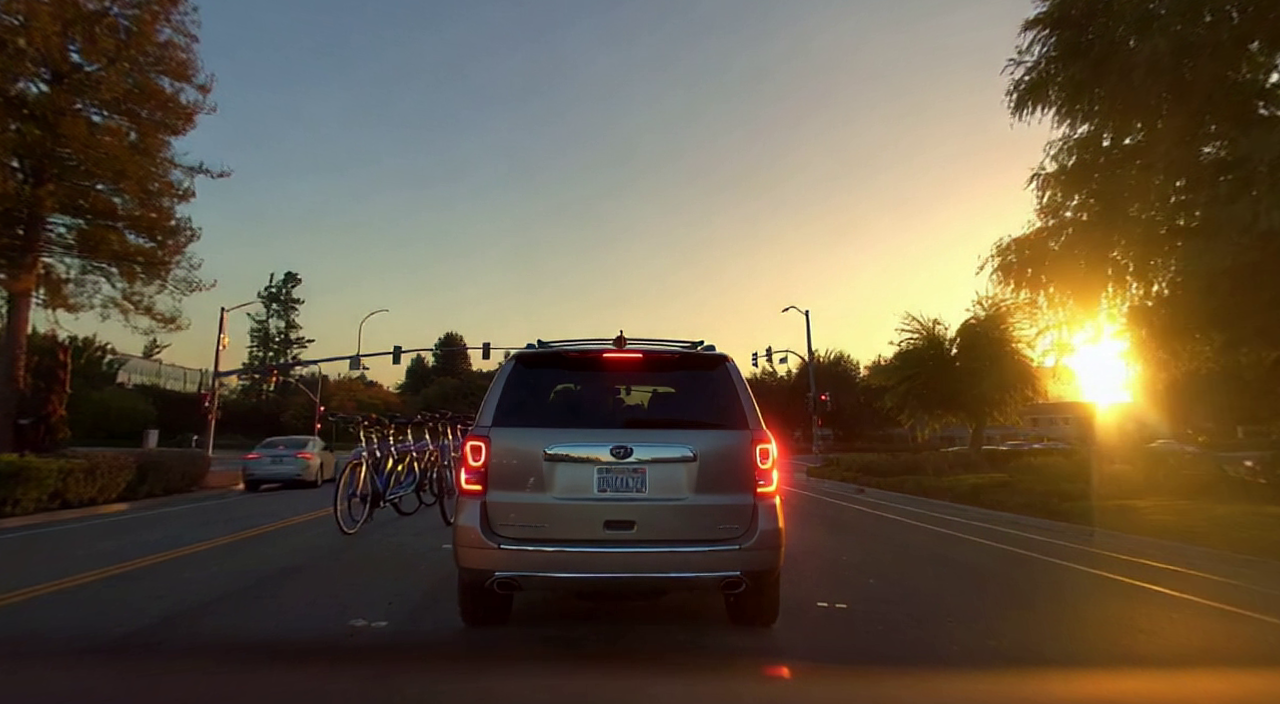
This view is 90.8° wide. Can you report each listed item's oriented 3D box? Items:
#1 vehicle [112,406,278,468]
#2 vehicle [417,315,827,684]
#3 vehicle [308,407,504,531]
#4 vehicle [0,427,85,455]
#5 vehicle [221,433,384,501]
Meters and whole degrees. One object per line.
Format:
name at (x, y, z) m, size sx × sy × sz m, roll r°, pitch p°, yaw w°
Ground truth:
vehicle at (-28.086, 5.423, 40.279) m, size 8.040 × 3.335 × 3.070 m, roll -2°, pitch -9°, yaw -8°
vehicle at (-0.237, 1.158, 6.001) m, size 2.333 × 2.087 × 4.586 m, roll 0°, pitch -8°, yaw -4°
vehicle at (-4.176, 2.194, 12.467) m, size 2.337 × 1.858 × 5.409 m, roll 1°, pitch -9°, yaw -7°
vehicle at (-36.368, 5.383, 38.082) m, size 3.926 × 1.536 × 1.731 m, roll 0°, pitch -8°, yaw -8°
vehicle at (-8.517, 2.929, 16.499) m, size 2.024 × 1.511 × 4.550 m, roll 1°, pitch -8°, yaw -4°
